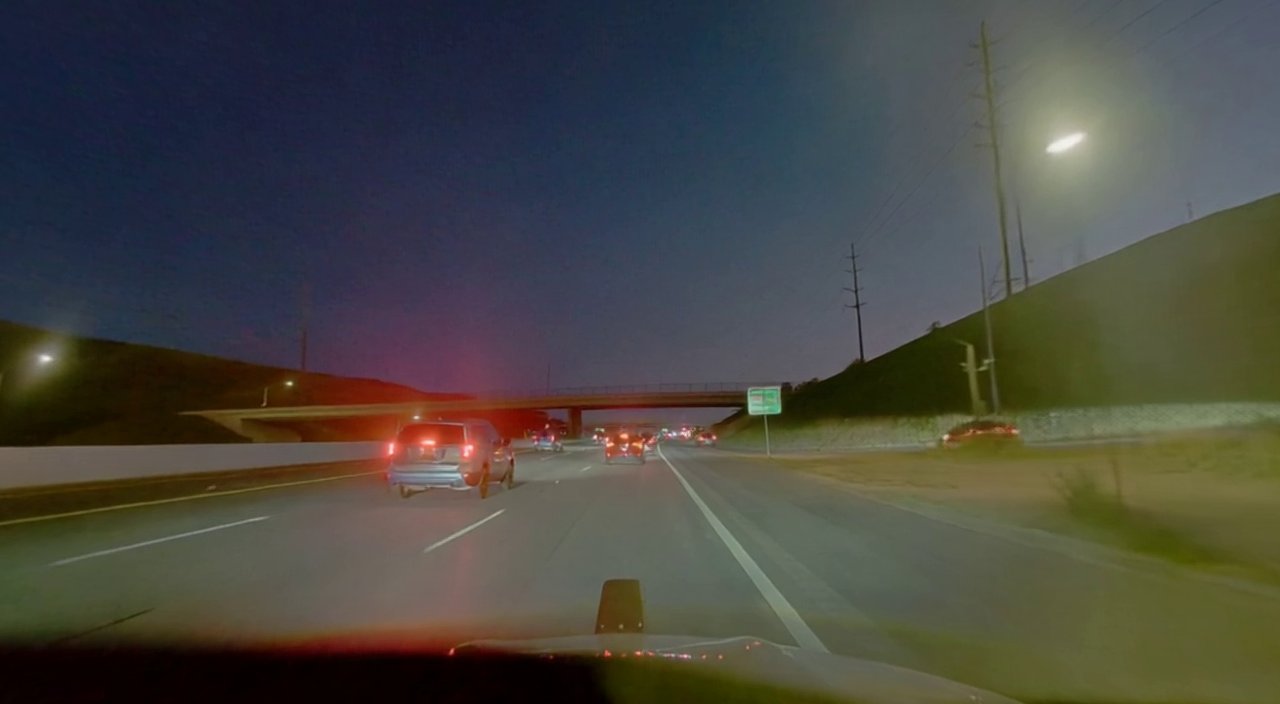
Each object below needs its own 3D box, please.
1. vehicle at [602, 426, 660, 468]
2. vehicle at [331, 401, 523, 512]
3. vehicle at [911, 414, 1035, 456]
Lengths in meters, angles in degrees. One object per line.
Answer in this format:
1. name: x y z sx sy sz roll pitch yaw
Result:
1. vehicle: -0.318 4.073 27.066 2.193 1.651 3.946 -1 -8 3
2. vehicle: -4.058 2.121 13.124 2.228 1.845 4.847 0 -8 1
3. vehicle: 22.319 5.675 42.735 2.571 2.571 6.876 5 -10 -33
